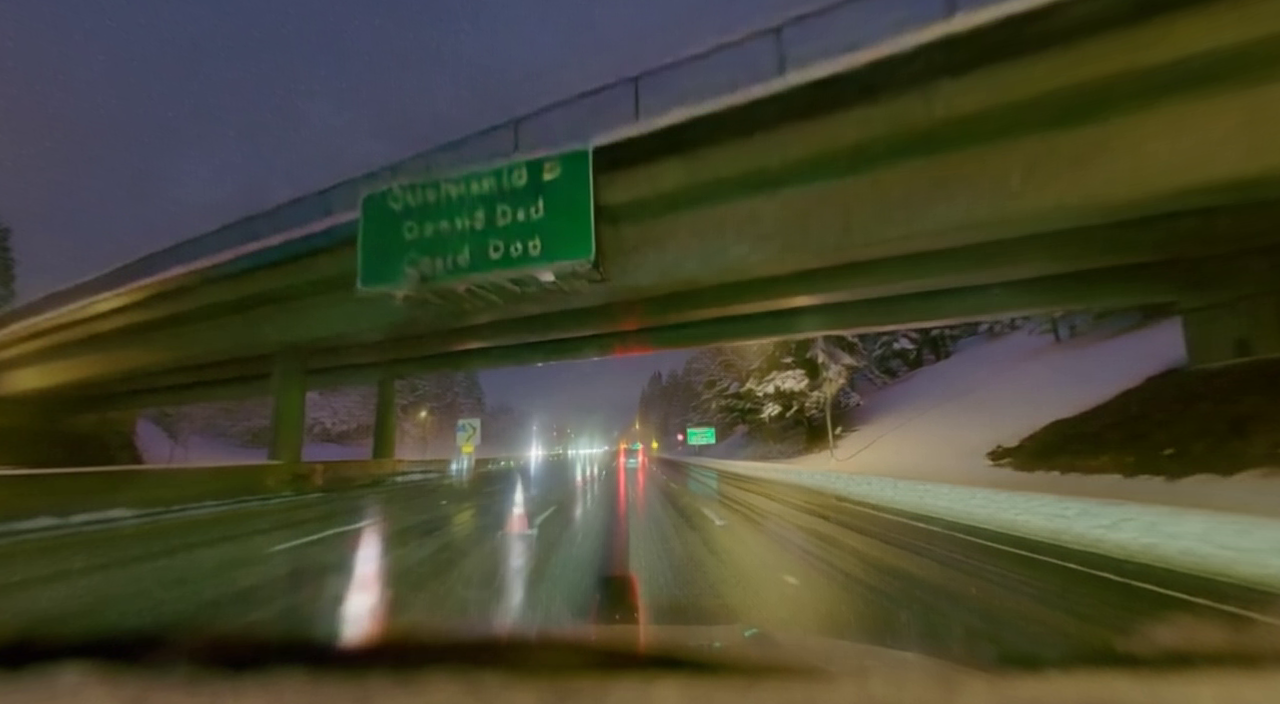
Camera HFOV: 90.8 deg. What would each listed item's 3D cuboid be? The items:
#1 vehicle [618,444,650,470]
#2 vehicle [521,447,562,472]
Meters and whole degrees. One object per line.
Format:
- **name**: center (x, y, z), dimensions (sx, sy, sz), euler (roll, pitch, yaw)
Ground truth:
- **vehicle**: center (-0.422, 7.095, 42.776), dimensions (2.109, 1.638, 3.856), euler (0, -9, -1)
- **vehicle**: center (-6.286, 6.938, 40.935), dimensions (1.997, 1.507, 4.248), euler (0, -9, 0)
